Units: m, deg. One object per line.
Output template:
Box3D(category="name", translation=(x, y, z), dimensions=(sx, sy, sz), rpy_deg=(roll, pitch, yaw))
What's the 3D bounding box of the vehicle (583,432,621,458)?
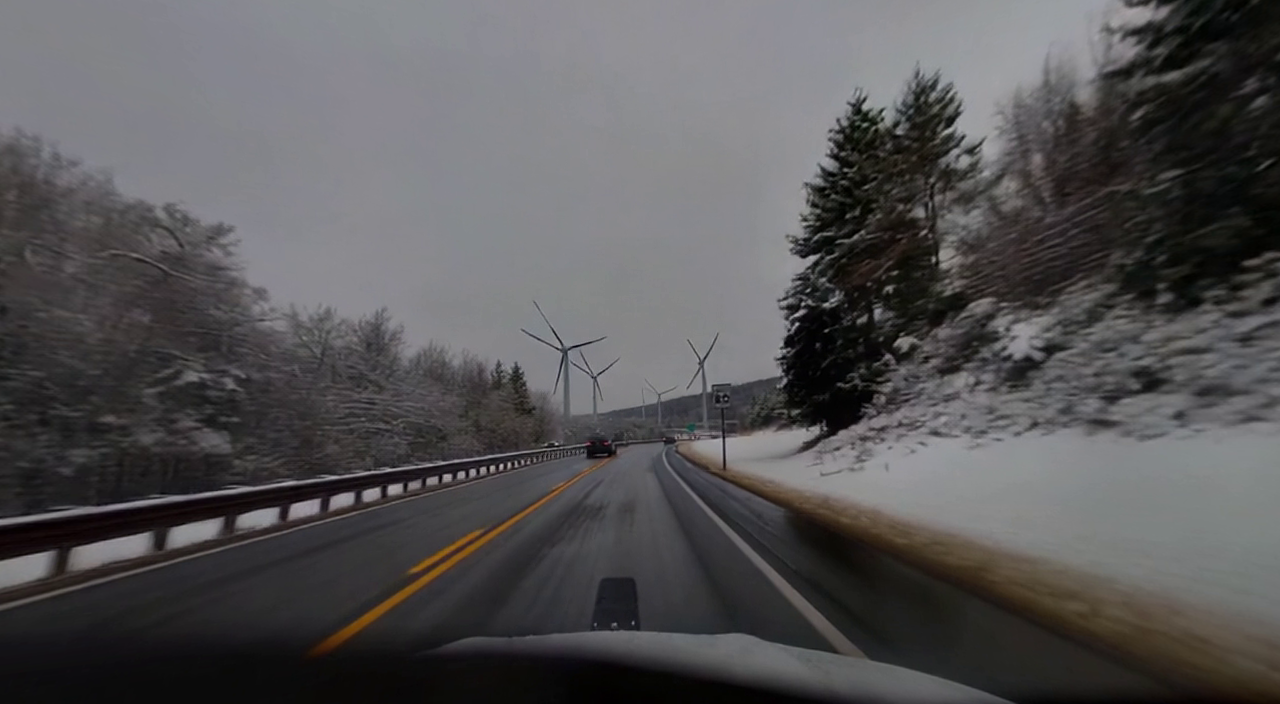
Box3D(category="vehicle", translation=(-2.494, 6.223, 42.272), dimensions=(2.123, 1.629, 4.180), rpy_deg=(0, -8, 2))
